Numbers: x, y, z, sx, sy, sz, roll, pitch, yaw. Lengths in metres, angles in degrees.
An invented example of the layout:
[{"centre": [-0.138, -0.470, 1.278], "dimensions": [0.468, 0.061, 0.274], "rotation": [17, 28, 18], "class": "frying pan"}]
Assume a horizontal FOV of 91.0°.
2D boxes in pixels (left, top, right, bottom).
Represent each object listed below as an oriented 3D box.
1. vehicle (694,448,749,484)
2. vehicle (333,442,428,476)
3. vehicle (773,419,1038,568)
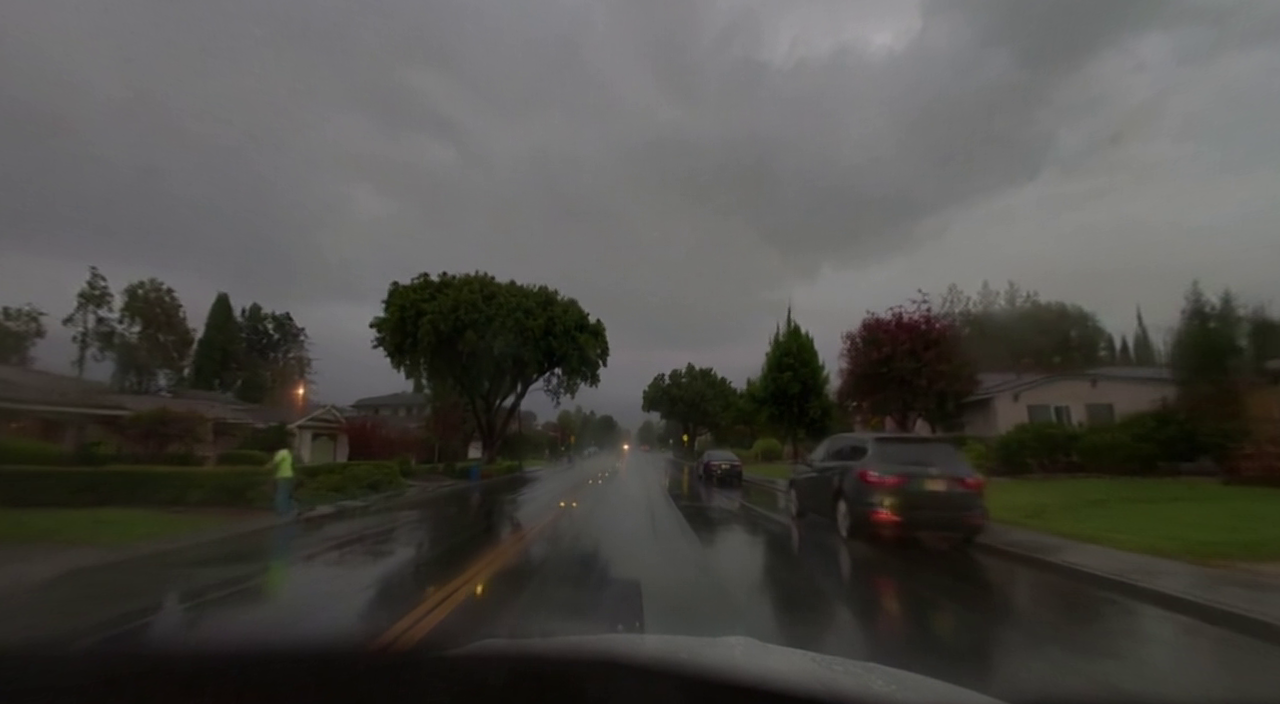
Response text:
[{"centre": [3.717, 5.305, 29.610], "dimensions": [1.897, 1.521, 4.835], "rotation": [0, -9, -1], "class": "vehicle"}, {"centre": [-15.676, 6.496, 38.254], "dimensions": [4.882, 1.777, 2.025], "rotation": [-2, -9, -2], "class": "vehicle"}, {"centre": [3.761, 2.090, 10.170], "dimensions": [2.039, 1.780, 4.884], "rotation": [0, -9, -1], "class": "vehicle"}]
